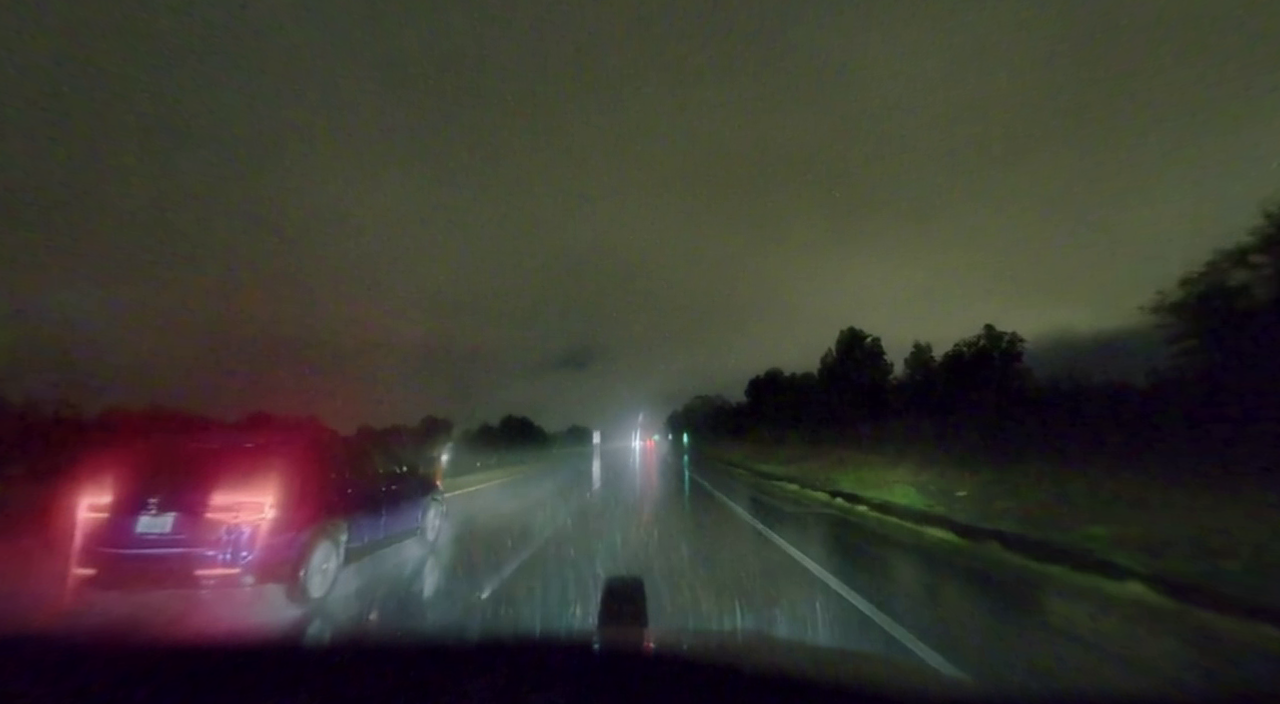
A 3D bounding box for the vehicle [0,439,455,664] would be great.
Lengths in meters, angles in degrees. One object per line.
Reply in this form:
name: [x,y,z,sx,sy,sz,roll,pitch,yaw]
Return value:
vehicle: [-3.566,1.552,6.159,2.096,1.343,4.503,-1,-8,1]
